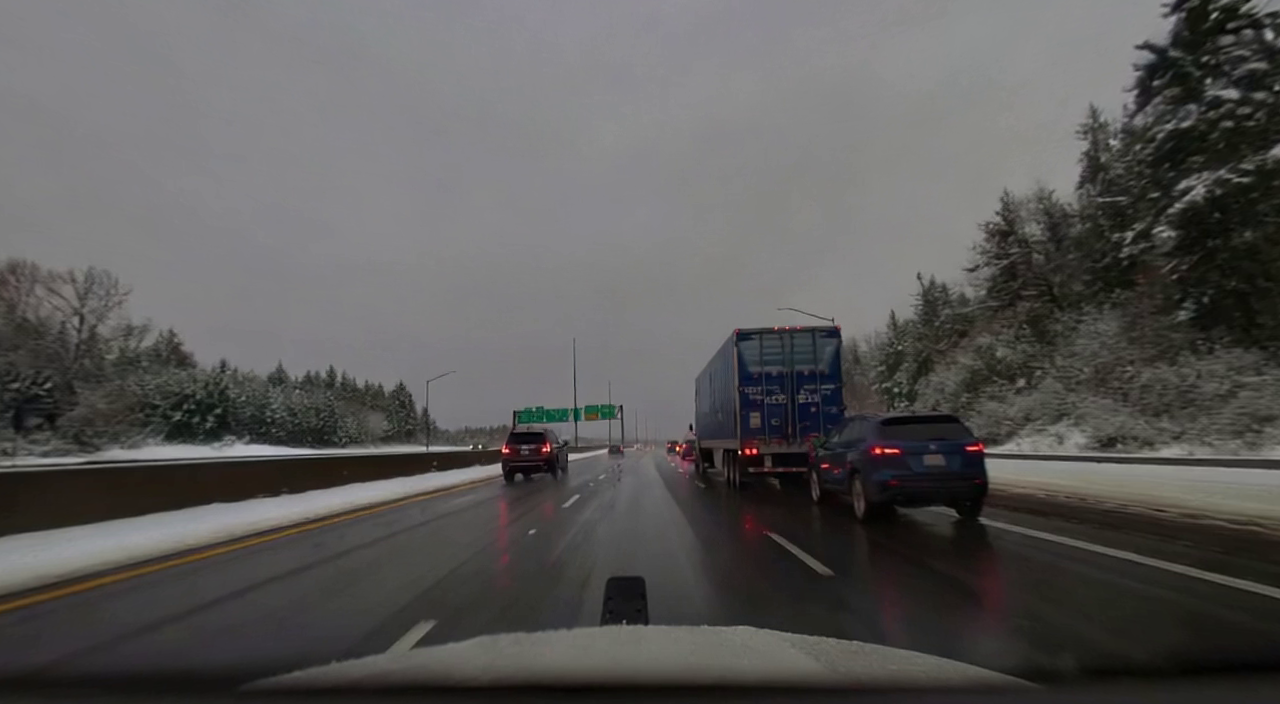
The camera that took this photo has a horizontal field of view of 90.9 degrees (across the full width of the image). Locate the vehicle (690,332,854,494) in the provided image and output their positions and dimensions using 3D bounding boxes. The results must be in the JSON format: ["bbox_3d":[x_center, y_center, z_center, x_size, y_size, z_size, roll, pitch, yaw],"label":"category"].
[{"bbox_3d":[4.013,2.731,24.173,2.903,4.190,15.630,0,-9,0],"label":"vehicle"}]

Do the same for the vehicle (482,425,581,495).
[{"bbox_3d":[-2.923,3.042,18.053,2.006,1.741,4.277,-1,-9,1],"label":"vehicle"}]

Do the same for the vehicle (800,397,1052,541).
[{"bbox_3d":[4.017,1.738,9.802,1.984,1.737,4.064,0,-9,0],"label":"vehicle"}]
